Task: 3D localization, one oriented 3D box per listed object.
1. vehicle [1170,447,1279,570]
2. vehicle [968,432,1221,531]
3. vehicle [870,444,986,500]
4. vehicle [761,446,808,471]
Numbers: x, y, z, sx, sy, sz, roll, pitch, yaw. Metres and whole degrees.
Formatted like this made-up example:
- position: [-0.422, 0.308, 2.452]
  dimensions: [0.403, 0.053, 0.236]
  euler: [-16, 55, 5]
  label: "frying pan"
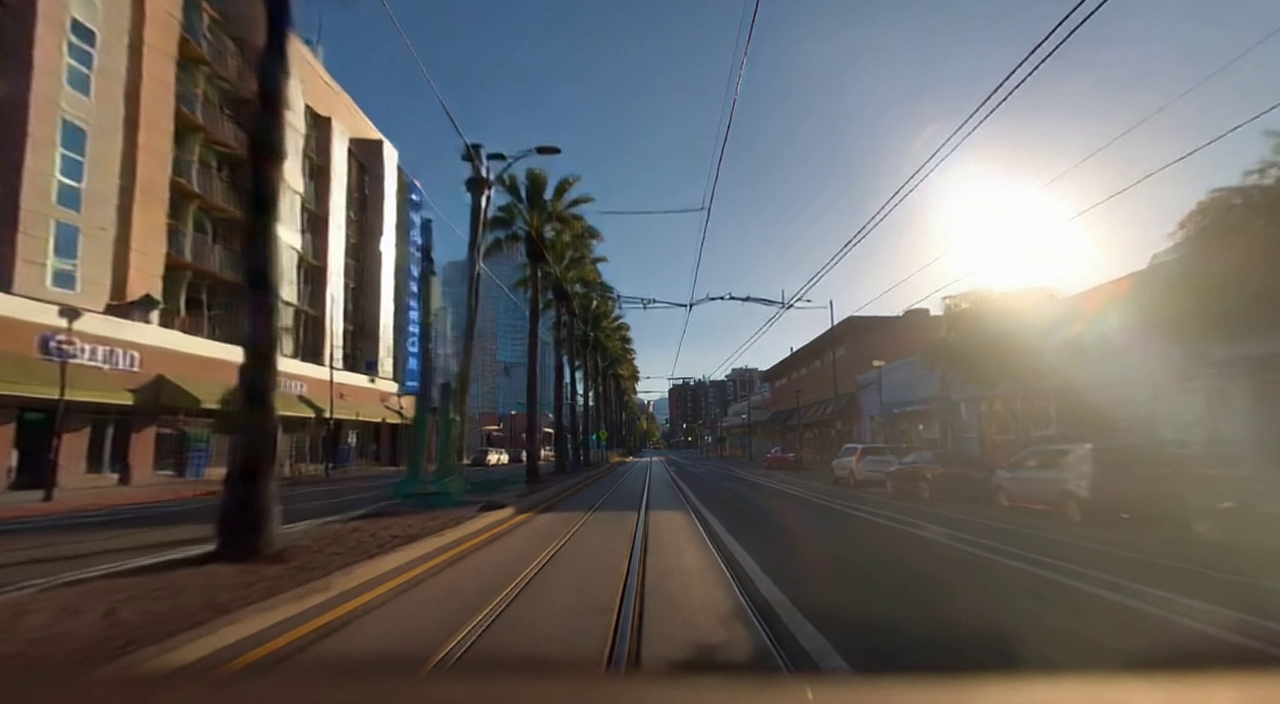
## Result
- position: [8.596, 1.797, 6.950]
  dimensions: [1.733, 1.468, 4.326]
  euler: [0, -8, 0]
  label: "vehicle"
- position: [8.728, 2.488, 12.725]
  dimensions: [1.867, 1.627, 4.357]
  euler: [0, -8, 1]
  label: "vehicle"
- position: [8.519, 3.540, 19.049]
  dimensions: [1.715, 1.500, 3.910]
  euler: [0, -8, 1]
  label: "vehicle"
- position: [9.245, 6.825, 40.692]
  dimensions: [1.822, 1.494, 4.385]
  euler: [0, -8, -2]
  label: "vehicle"
